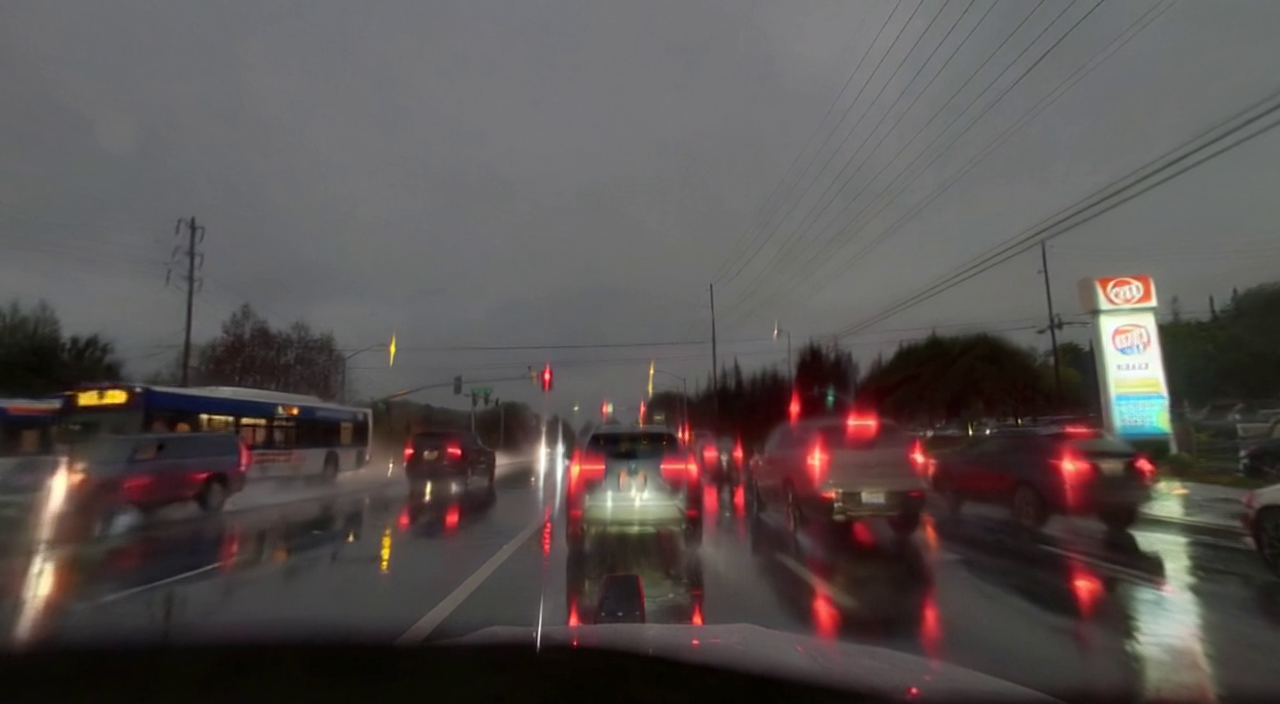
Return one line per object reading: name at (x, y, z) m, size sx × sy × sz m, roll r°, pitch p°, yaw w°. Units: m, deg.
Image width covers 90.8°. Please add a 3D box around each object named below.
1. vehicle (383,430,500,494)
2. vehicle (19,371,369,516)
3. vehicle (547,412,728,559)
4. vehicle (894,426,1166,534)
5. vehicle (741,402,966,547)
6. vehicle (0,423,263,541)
vehicle at (-6.240, 3.517, 20.612) m, size 2.190 × 1.795 × 4.993 m, roll 0°, pitch -8°, yaw 0°
vehicle at (-13.558, 3.153, 21.751) m, size 3.031 × 3.513 × 12.586 m, roll 0°, pitch -9°, yaw -1°
vehicle at (-0.082, 1.849, 9.393) m, size 2.087 × 1.677 × 4.053 m, roll 0°, pitch -9°, yaw -2°
vehicle at (6.446, 2.148, 11.253) m, size 1.829 × 1.494 × 4.552 m, roll 0°, pitch -8°, yaw -2°
vehicle at (3.060, 1.871, 10.209) m, size 2.049 × 1.813 × 4.245 m, roll 0°, pitch -9°, yaw -1°
vehicle at (-10.078, 2.497, 12.763) m, size 2.163 × 1.812 × 4.686 m, roll -4°, pitch -8°, yaw -2°
